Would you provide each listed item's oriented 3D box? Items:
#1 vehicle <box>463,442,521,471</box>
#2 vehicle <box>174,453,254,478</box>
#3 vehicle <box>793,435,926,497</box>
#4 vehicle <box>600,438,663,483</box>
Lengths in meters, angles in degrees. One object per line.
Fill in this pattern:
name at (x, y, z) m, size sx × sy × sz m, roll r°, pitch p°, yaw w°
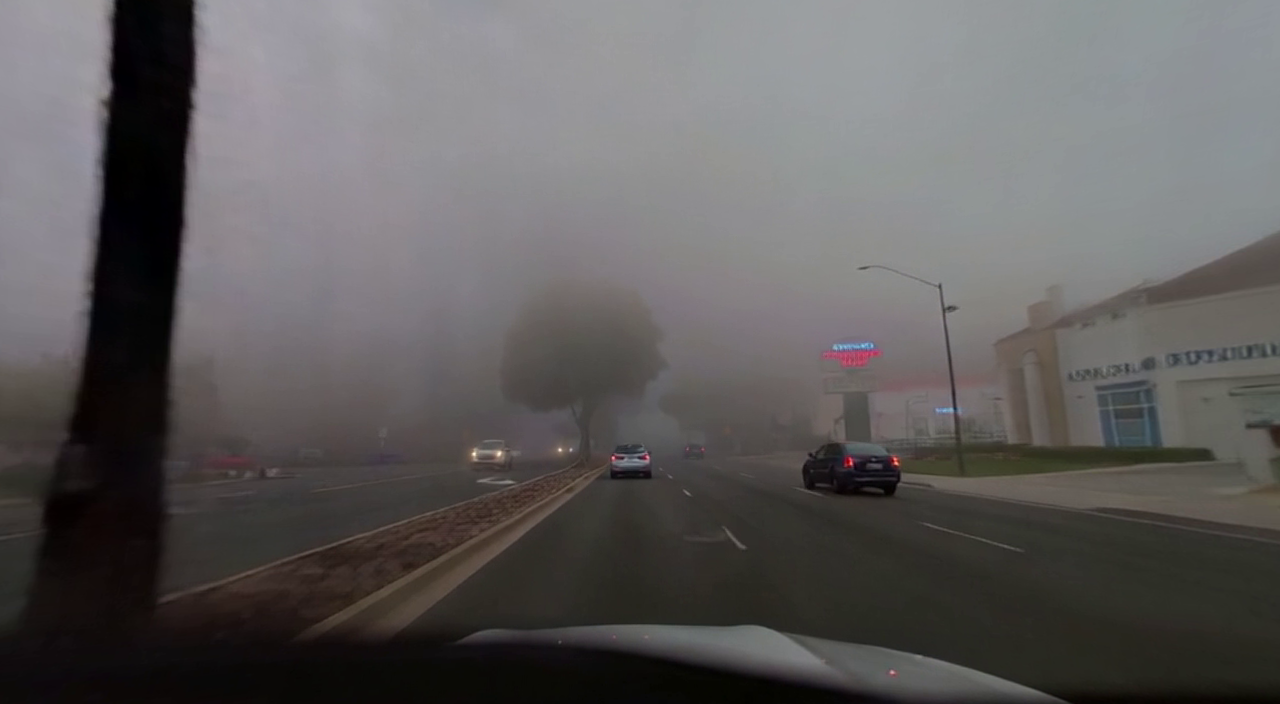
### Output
vehicle at (-8.347, 5.943, 36.082) m, size 2.049 × 1.543 × 5.131 m, roll 0°, pitch -9°, yaw 0°
vehicle at (-31.991, 8.524, 47.535) m, size 4.619 × 1.748 × 2.040 m, roll 8°, pitch -12°, yaw -41°
vehicle at (6.334, 3.355, 18.941) m, size 2.244 × 1.618 × 4.585 m, roll 0°, pitch -9°, yaw -2°
vehicle at (-0.312, 3.987, 23.419) m, size 2.106 × 1.496 × 3.964 m, roll 0°, pitch -9°, yaw -1°
